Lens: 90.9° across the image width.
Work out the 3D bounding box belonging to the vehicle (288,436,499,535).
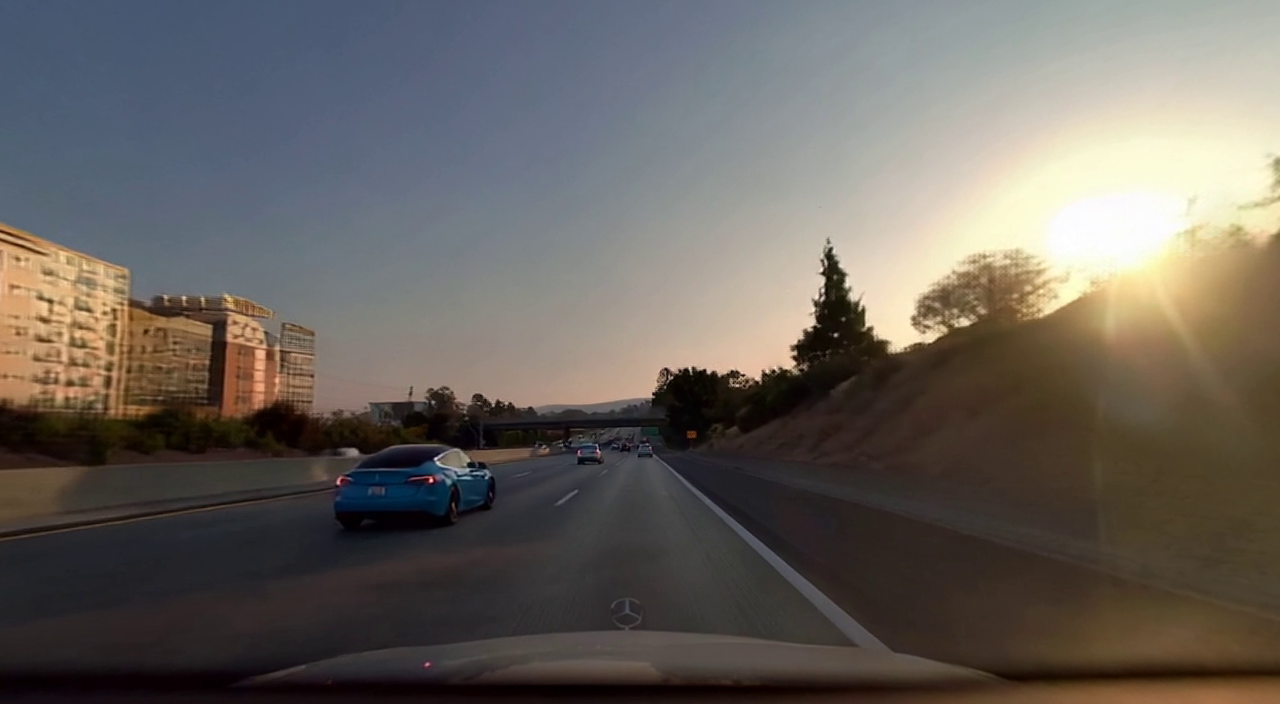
[{"bbox_3d":[-4.173,2.313,11.641,2.083,1.471,4.350,0,-8,1],"label":"vehicle"}]

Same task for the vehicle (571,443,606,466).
[{"bbox_3d":[-3.359,6.806,42.131,1.926,1.464,4.186,0,-8,1],"label":"vehicle"}]
